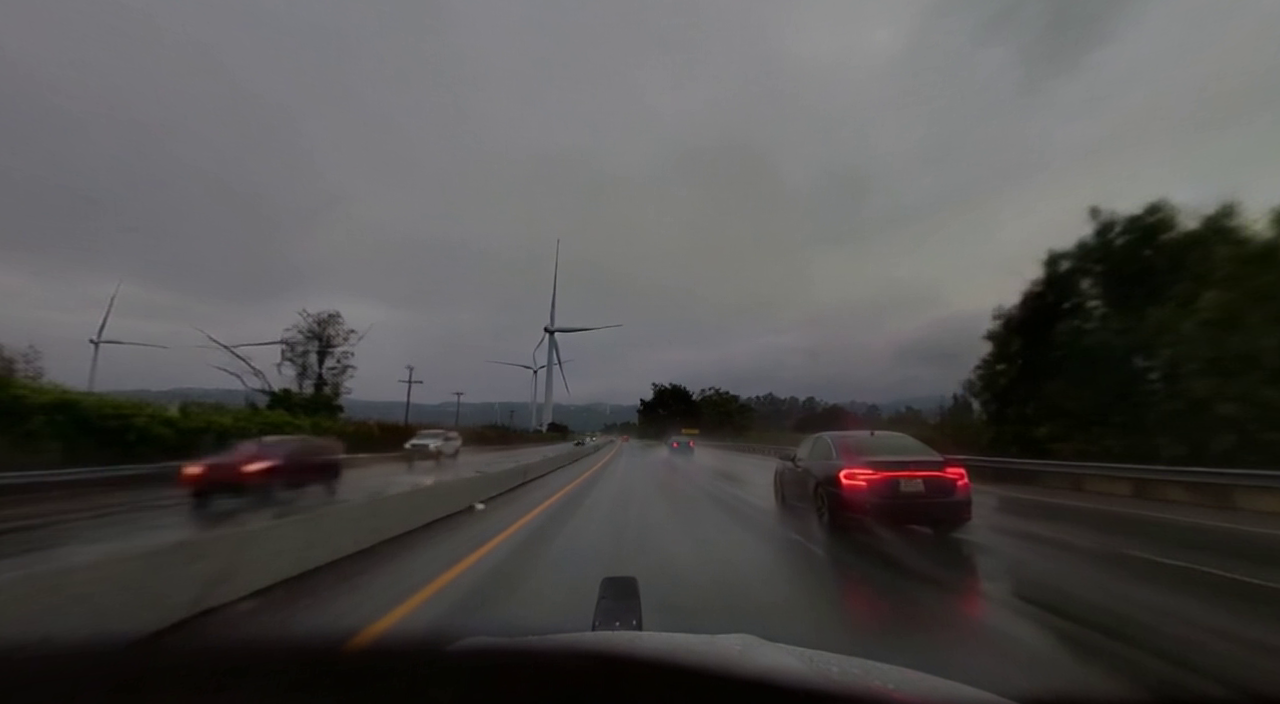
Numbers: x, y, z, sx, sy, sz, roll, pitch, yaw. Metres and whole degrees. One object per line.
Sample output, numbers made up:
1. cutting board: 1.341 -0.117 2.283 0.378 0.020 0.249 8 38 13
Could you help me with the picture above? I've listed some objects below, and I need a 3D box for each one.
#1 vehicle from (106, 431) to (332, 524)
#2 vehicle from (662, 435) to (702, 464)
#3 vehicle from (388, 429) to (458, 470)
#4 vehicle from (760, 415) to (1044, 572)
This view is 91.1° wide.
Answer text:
1. vehicle: -8.892 2.616 13.855 2.043 1.693 4.213 -1 -8 0
2. vehicle: 2.561 6.003 39.119 2.066 1.661 4.500 0 -8 -2
3. vehicle: -13.220 5.950 38.758 2.163 2.290 6.107 0 -8 0
4. vehicle: 3.183 1.775 8.826 2.038 1.624 4.312 0 -8 -1
